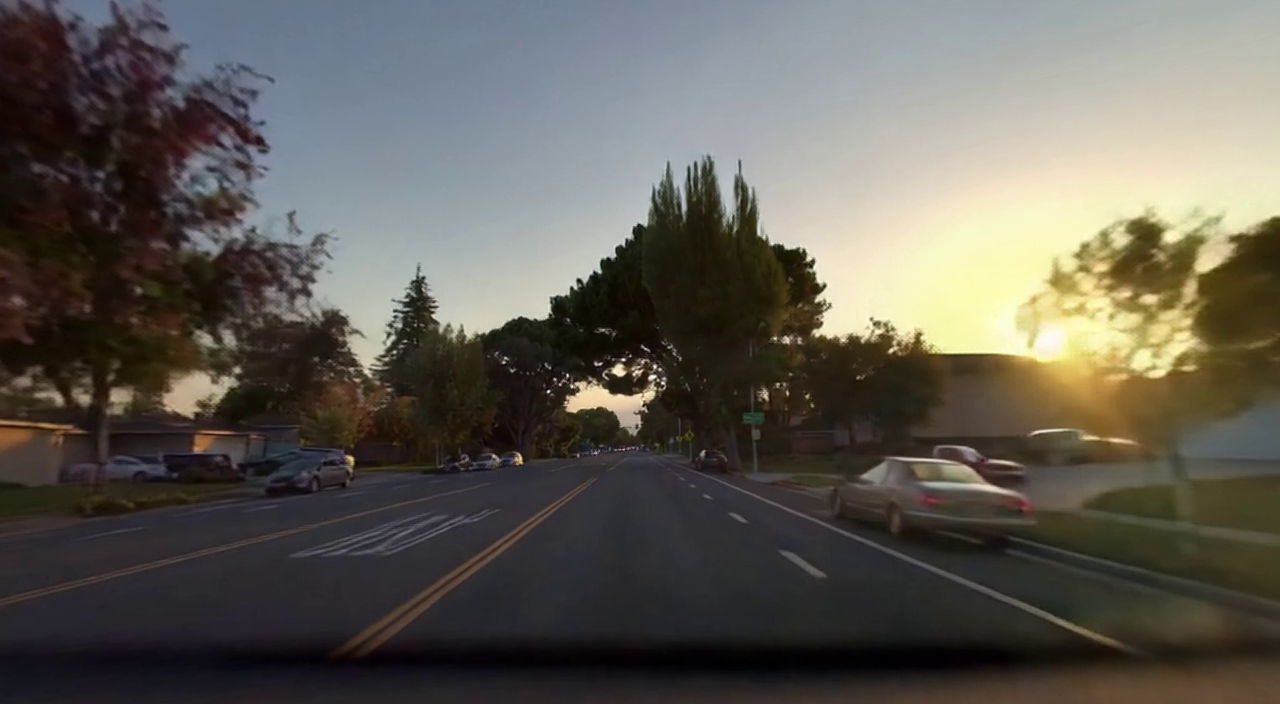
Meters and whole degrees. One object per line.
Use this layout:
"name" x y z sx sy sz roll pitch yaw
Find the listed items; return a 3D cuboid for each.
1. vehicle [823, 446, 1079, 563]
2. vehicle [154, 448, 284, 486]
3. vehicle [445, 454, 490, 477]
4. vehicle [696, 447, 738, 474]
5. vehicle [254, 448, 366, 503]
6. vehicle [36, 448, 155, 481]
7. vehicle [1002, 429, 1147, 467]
"vehicle" 4.582 2.269 10.208 1.970 1.455 4.233 0 -9 0
"vehicle" -20.337 5.555 30.750 4.744 1.752 2.008 1 -9 -7
"vehicle" -12.445 8.181 45.888 1.940 1.452 4.485 -3 -9 1
"vehicle" 4.583 6.551 38.383 1.925 1.482 4.746 0 -9 0
"vehicle" -12.756 4.743 24.805 2.049 1.782 4.460 -4 -8 0
"vehicle" -26.587 5.496 30.959 4.073 1.502 1.822 0 -9 -2
"vehicle" 17.536 3.912 25.664 4.434 1.460 1.800 -1 -9 3
